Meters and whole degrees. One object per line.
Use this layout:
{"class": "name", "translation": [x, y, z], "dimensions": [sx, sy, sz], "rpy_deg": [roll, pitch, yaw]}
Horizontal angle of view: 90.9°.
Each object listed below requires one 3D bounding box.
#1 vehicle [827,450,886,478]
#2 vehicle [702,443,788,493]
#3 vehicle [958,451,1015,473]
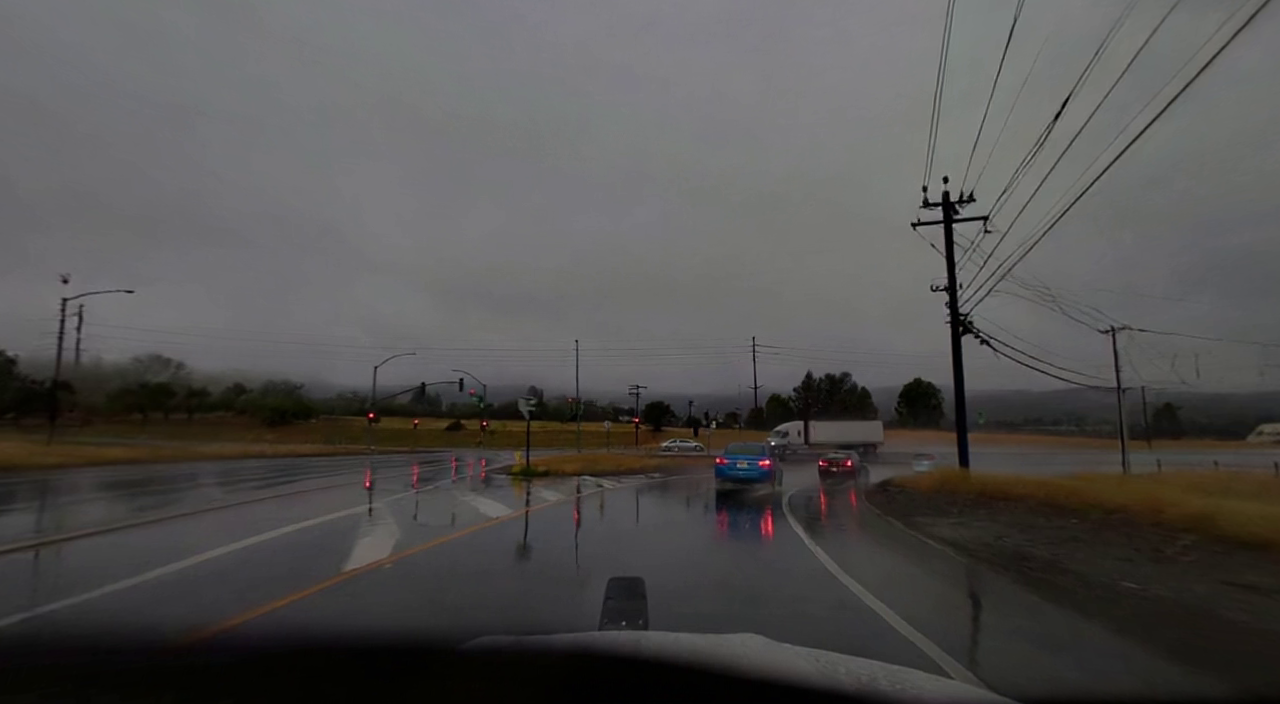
{"class": "vehicle", "translation": [12.588, 6.421, 36.541], "dimensions": [1.836, 1.465, 4.307], "rpy_deg": [-7, -10, 38]}
{"class": "vehicle", "translation": [3.526, 3.679, 20.509], "dimensions": [2.026, 1.407, 4.374], "rpy_deg": [-3, -9, 19]}
{"class": "vehicle", "translation": [26.375, 8.336, 47.933], "dimensions": [4.102, 1.552, 1.931], "rpy_deg": [5, -10, -32]}
